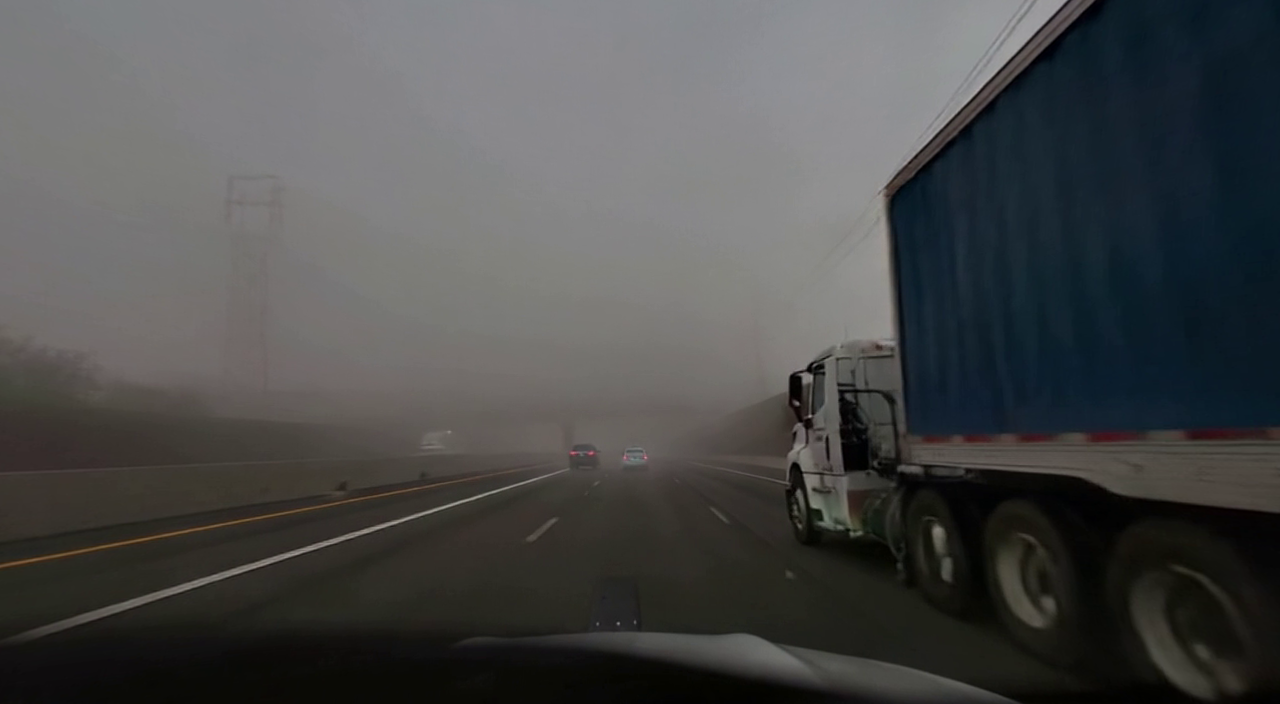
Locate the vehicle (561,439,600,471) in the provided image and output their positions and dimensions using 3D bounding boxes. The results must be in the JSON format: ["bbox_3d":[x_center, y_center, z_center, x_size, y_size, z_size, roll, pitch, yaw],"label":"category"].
[{"bbox_3d":[-3.820,6.716,40.946,2.077,1.884,4.961,0,-9,0],"label":"vehicle"}]

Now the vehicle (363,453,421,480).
[{"bbox_3d":[-15.649,7.205,39.725,1.835,1.528,4.482,0,-9,0],"label":"vehicle"}]

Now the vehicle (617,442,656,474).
[{"bbox_3d":[-0.212,5.786,34.350,2.004,1.615,4.113,0,-9,0],"label":"vehicle"}]

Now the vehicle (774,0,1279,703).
[{"bbox_3d":[3.838,0.148,5.266,3.011,3.930,10.078,0,-9,-1],"label":"vehicle"}]
